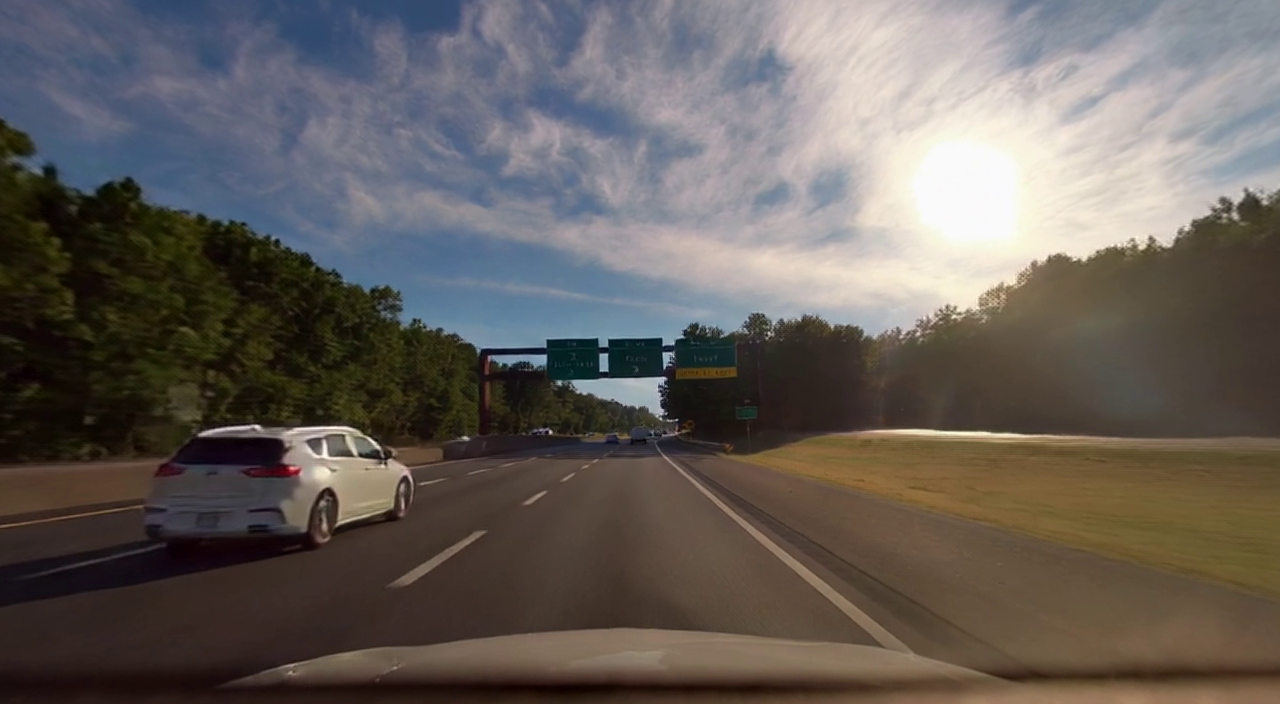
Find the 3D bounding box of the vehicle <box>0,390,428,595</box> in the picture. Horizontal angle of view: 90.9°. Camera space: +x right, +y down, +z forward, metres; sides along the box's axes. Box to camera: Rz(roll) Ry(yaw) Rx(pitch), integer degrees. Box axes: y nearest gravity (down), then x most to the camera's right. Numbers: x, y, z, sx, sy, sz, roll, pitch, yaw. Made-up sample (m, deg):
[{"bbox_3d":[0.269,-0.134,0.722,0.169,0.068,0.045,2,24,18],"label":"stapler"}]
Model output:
[{"bbox_3d":[-4.273,1.414,7.328,2.052,1.626,4.514,0,-8,0],"label":"vehicle"}]
